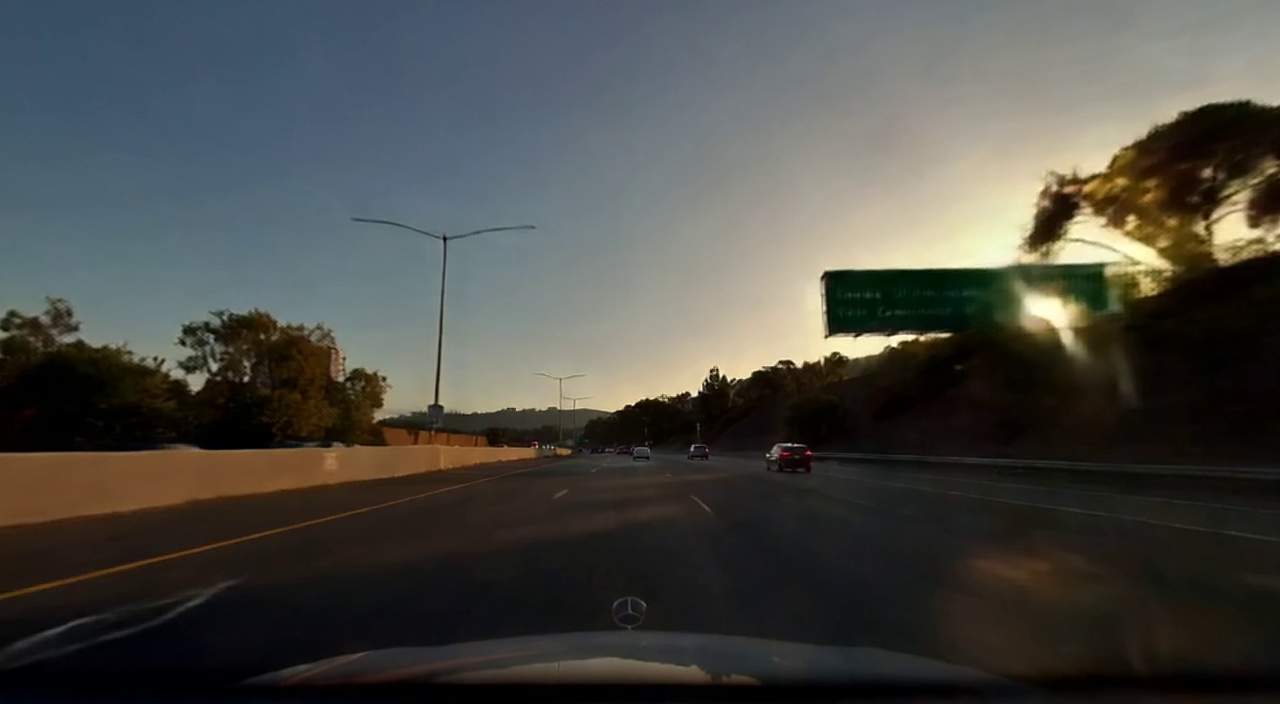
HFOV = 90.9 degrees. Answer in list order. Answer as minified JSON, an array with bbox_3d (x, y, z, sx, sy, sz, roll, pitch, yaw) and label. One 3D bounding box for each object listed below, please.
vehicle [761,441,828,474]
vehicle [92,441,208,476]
[{"bbox_3d":[7.657,5.281,31.784,2.031,1.524,4.657,0,-8,-2],"label":"vehicle"},{"bbox_3d":[-22.250,4.832,28.881,1.815,1.450,4.401,0,-8,-1],"label":"vehicle"}]
